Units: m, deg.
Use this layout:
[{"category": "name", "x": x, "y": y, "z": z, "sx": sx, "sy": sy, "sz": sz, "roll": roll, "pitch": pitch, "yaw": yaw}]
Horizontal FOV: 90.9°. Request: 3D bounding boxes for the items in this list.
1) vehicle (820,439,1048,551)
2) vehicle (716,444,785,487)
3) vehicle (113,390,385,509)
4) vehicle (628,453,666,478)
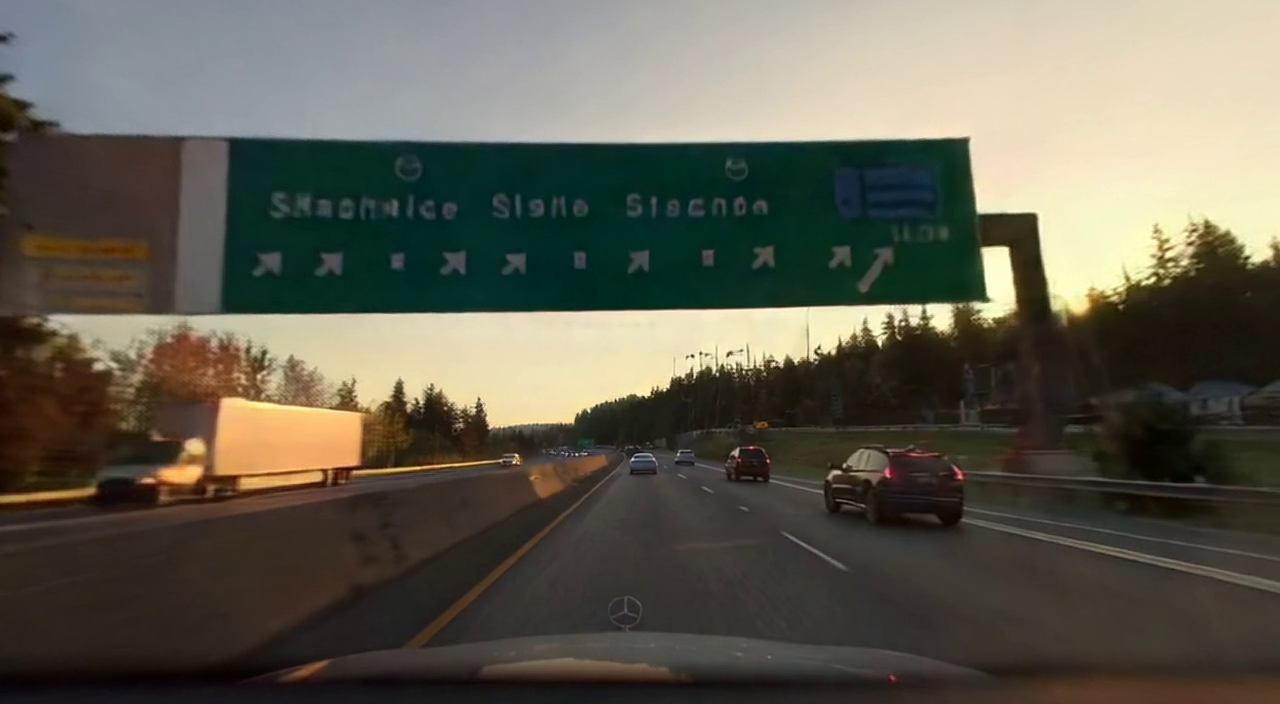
[{"category": "vehicle", "x": 4.573, "y": 2.259, "z": 10.567, "sx": 1.952, "sy": 1.495, "sz": 3.740, "roll": 0, "pitch": -9, "yaw": -1}, {"category": "vehicle", "x": 4.511, "y": 4.693, "z": 26.356, "sx": 1.969, "sy": 1.639, "sz": 4.472, "roll": 0, "pitch": -9, "yaw": -1}, {"category": "vehicle", "x": -16.614, "y": 4.569, "z": 29.475, "sx": 2.898, "sy": 4.087, "sz": 15.230, "roll": 0, "pitch": -9, "yaw": 0}, {"category": "vehicle", "x": 0.391, "y": 6.378, "z": 35.642, "sx": 2.012, "sy": 1.320, "sz": 3.777, "roll": 0, "pitch": -9, "yaw": 0}]
